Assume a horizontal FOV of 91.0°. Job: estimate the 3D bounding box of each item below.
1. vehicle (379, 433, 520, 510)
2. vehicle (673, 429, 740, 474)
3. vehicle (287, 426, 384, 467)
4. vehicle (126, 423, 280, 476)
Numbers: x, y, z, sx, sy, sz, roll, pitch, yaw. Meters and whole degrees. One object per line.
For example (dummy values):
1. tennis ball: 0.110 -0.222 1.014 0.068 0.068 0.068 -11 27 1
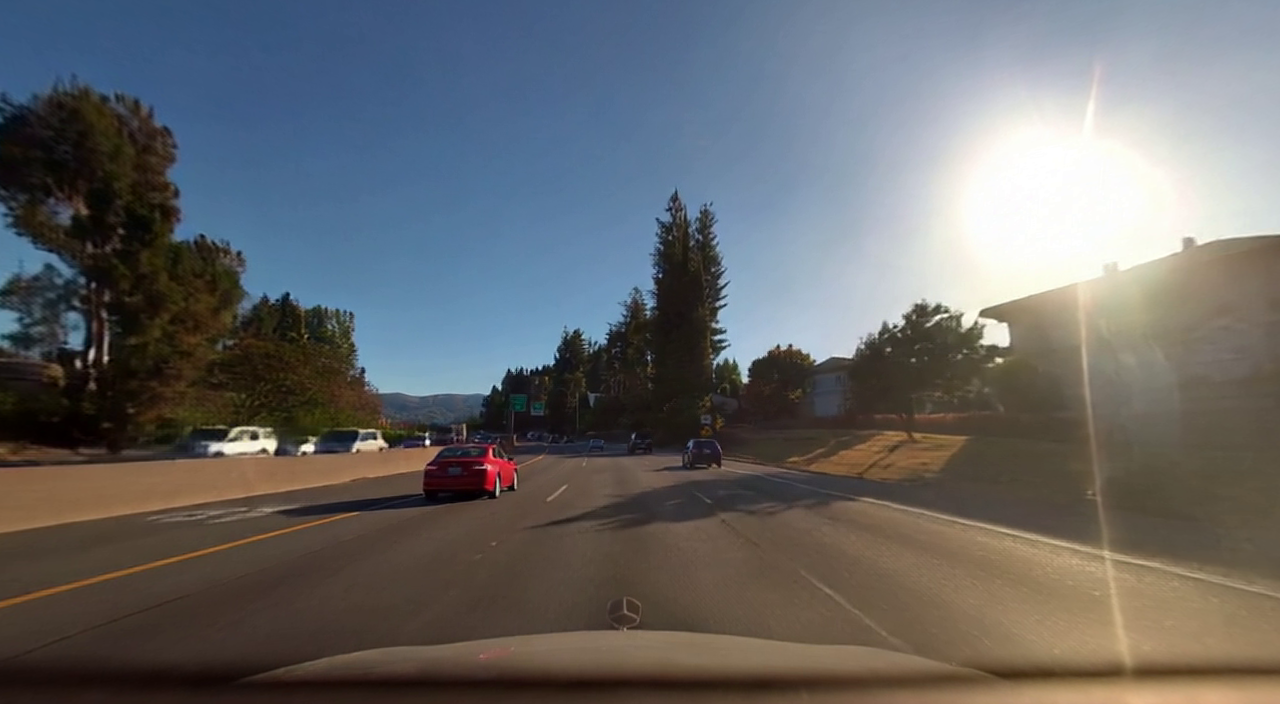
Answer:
1. vehicle: -4.254 2.729 14.912 2.036 1.528 4.400 0 -9 -1
2. vehicle: 2.638 4.111 26.196 2.092 1.686 4.188 0 -9 -3
3. vehicle: -13.062 4.097 27.325 2.160 1.618 4.188 0 -9 -1
4. vehicle: -17.220 3.892 25.350 2.353 1.866 5.671 0 -9 -3
